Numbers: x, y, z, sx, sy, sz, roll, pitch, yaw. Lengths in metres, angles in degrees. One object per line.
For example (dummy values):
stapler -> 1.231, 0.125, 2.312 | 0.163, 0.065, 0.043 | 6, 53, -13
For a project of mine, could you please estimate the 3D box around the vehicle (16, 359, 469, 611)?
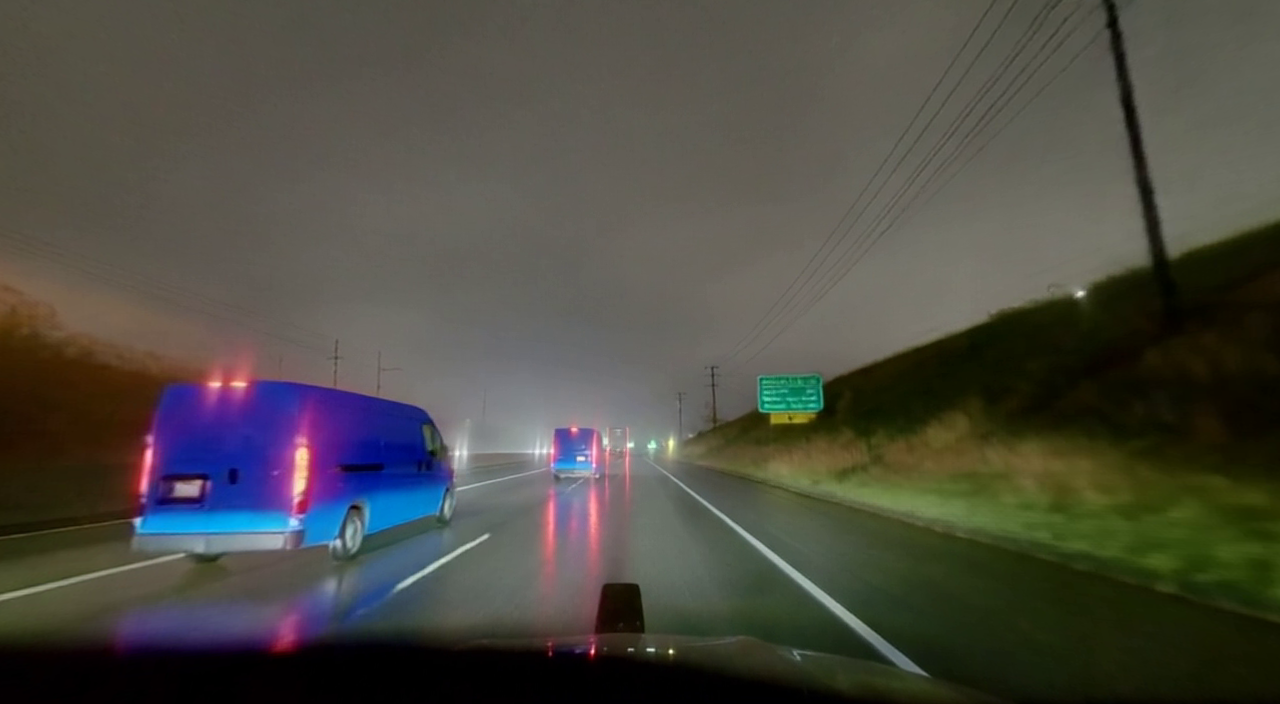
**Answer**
vehicle -> -3.861, 1.440, 7.608 | 2.145, 2.010, 4.980 | 0, -9, 0

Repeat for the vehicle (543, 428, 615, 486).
vehicle -> -2.234, 4.110, 24.842 | 2.197, 2.011, 5.130 | 0, -9, 1
